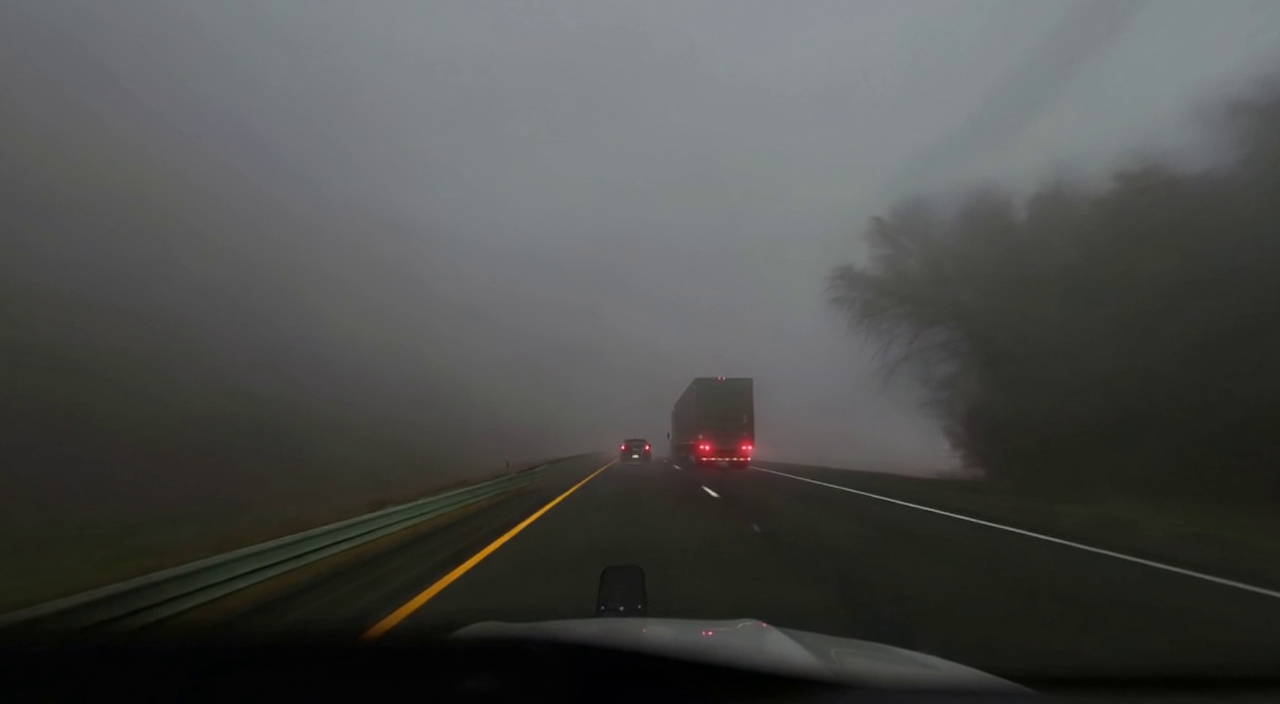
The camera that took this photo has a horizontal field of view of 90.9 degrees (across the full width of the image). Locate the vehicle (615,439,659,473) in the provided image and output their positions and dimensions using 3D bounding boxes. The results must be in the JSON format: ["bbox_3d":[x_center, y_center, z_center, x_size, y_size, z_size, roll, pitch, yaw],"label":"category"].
[{"bbox_3d":[-0.168,5.004,30.515,1.968,1.515,4.025,0,-8,-1],"label":"vehicle"}]

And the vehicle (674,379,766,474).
[{"bbox_3d":[3.911,4.449,35.701,2.929,4.158,15.921,0,-8,-1],"label":"vehicle"}]
